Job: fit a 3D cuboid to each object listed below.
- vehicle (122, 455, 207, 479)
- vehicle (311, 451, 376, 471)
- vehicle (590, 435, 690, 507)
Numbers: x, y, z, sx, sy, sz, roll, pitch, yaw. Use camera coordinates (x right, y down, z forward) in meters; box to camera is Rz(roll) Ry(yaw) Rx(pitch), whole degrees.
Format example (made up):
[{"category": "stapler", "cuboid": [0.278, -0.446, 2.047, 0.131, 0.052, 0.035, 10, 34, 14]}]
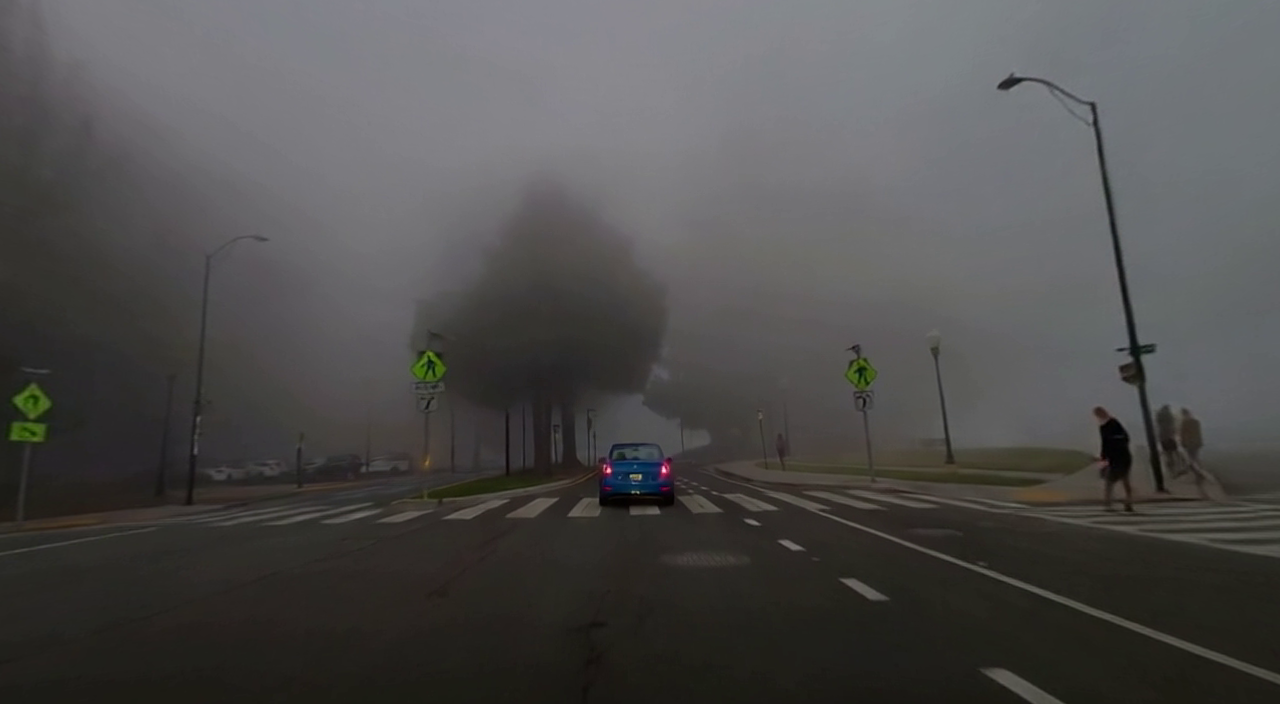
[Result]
[{"category": "vehicle", "cuboid": [-35.670, 8.607, 47.466, 4.466, 1.619, 2.319, -1, -8, -1]}, {"category": "vehicle", "cuboid": [-23.101, 8.494, 49.301, 4.038, 1.531, 2.015, 1, -9, -3]}, {"category": "vehicle", "cuboid": [-0.074, 3.000, 16.393, 2.221, 1.570, 4.398, 0, -9, -2]}]
